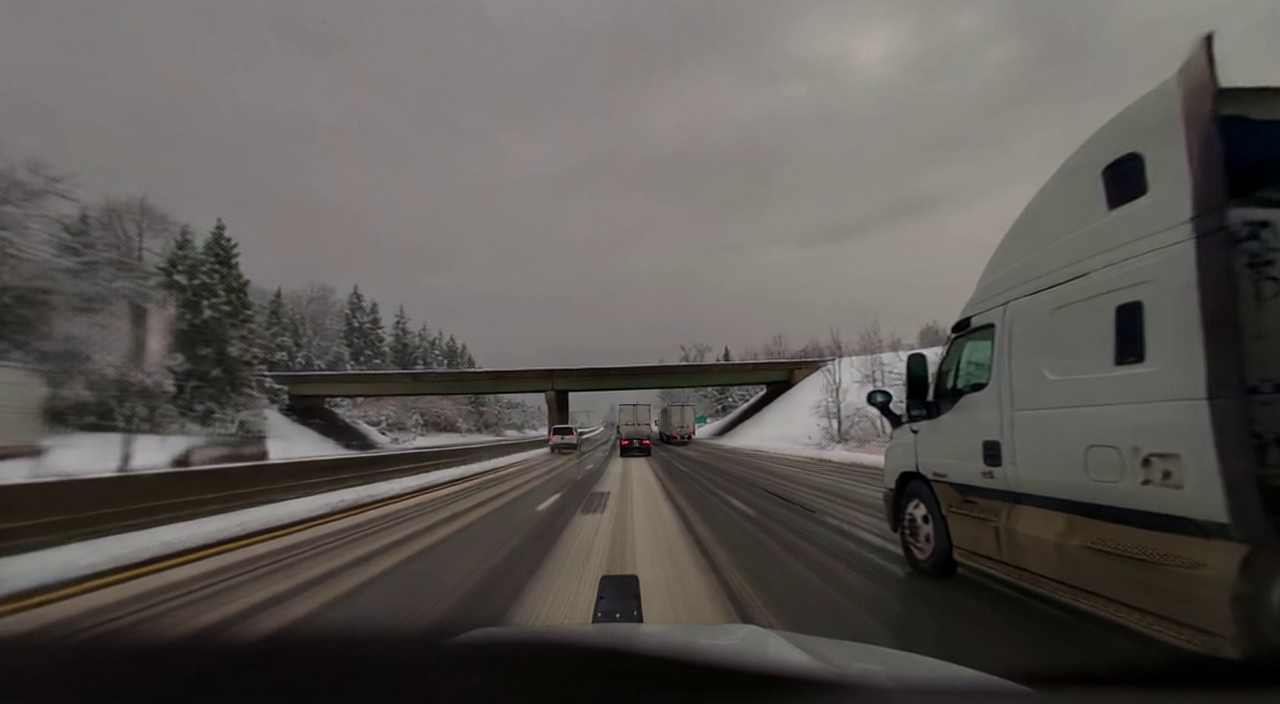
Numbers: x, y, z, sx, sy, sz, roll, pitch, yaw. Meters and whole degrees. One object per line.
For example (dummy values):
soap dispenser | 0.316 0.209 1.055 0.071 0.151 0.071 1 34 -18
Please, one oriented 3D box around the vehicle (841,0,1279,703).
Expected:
vehicle | 3.738 -0.008 3.048 2.783 3.483 7.836 0 -8 -1

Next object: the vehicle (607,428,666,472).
vehicle | -0.179 3.658 23.776 2.059 1.522 3.693 0 -8 -1

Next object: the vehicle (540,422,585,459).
vehicle | -4.395 5.069 36.326 2.013 1.961 4.692 0 -8 0
